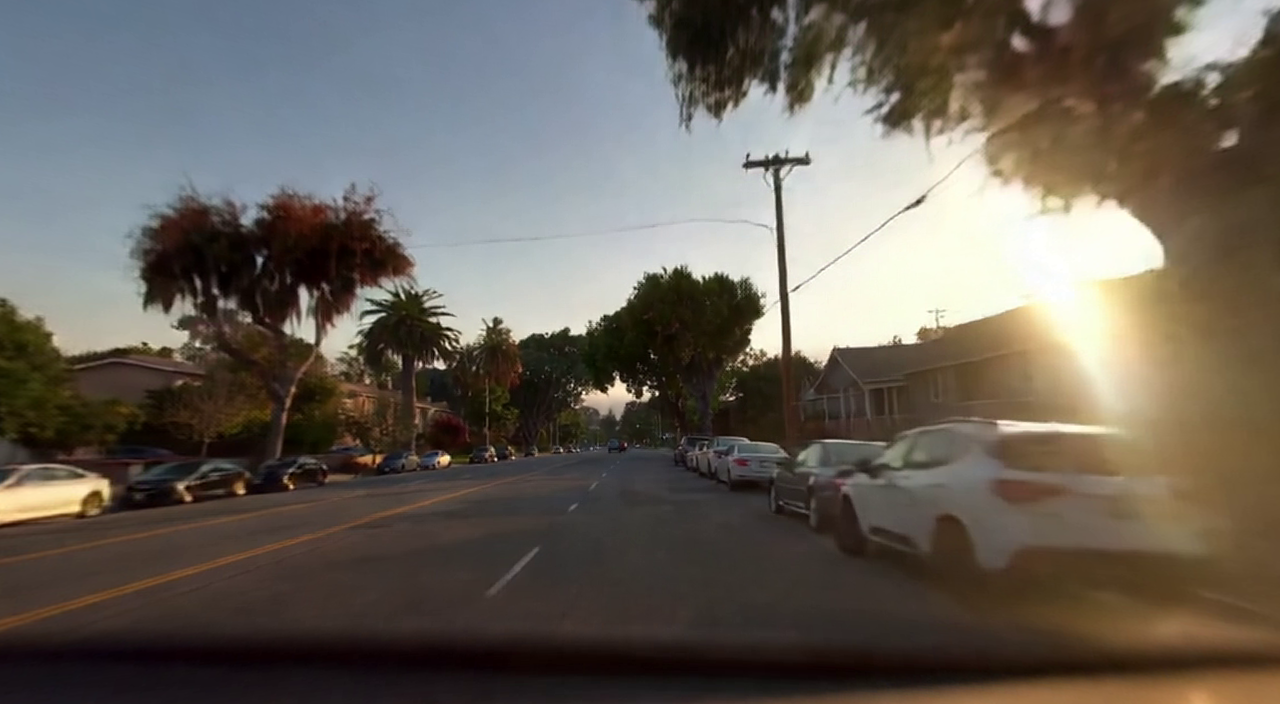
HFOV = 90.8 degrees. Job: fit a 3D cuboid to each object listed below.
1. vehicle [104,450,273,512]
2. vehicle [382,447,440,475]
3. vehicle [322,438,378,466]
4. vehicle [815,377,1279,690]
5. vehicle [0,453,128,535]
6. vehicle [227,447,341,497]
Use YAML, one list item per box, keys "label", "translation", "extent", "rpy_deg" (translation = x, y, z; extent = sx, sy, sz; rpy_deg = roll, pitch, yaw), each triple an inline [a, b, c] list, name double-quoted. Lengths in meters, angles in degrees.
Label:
- label: "vehicle"
  translation: [-13.516, 3.836, 19.360]
  extent: [1.899, 1.474, 4.529]
  rpy_deg: [-1, -7, -1]
- label: "vehicle"
  translation: [-13.819, 6.573, 38.406]
  extent: [1.970, 1.525, 4.420]
  rpy_deg: [0, -7, -2]
- label: "vehicle"
  translation: [-20.941, 7.243, 45.842]
  extent: [1.957, 1.871, 4.515]
  rpy_deg: [0, -9, 0]
- label: "vehicle"
  translation: [3.591, 1.383, 6.167]
  extent: [2.221, 1.718, 5.192]
  rpy_deg: [0, -9, -1]
- label: "vehicle"
  translation: [-13.500, 2.940, 13.194]
  extent: [1.921, 1.498, 4.460]
  rpy_deg: [0, -7, -1]
- label: "vehicle"
  translation: [-13.657, 4.569, 24.578]
  extent: [1.876, 1.610, 4.467]
  rpy_deg: [-1, -7, -1]
